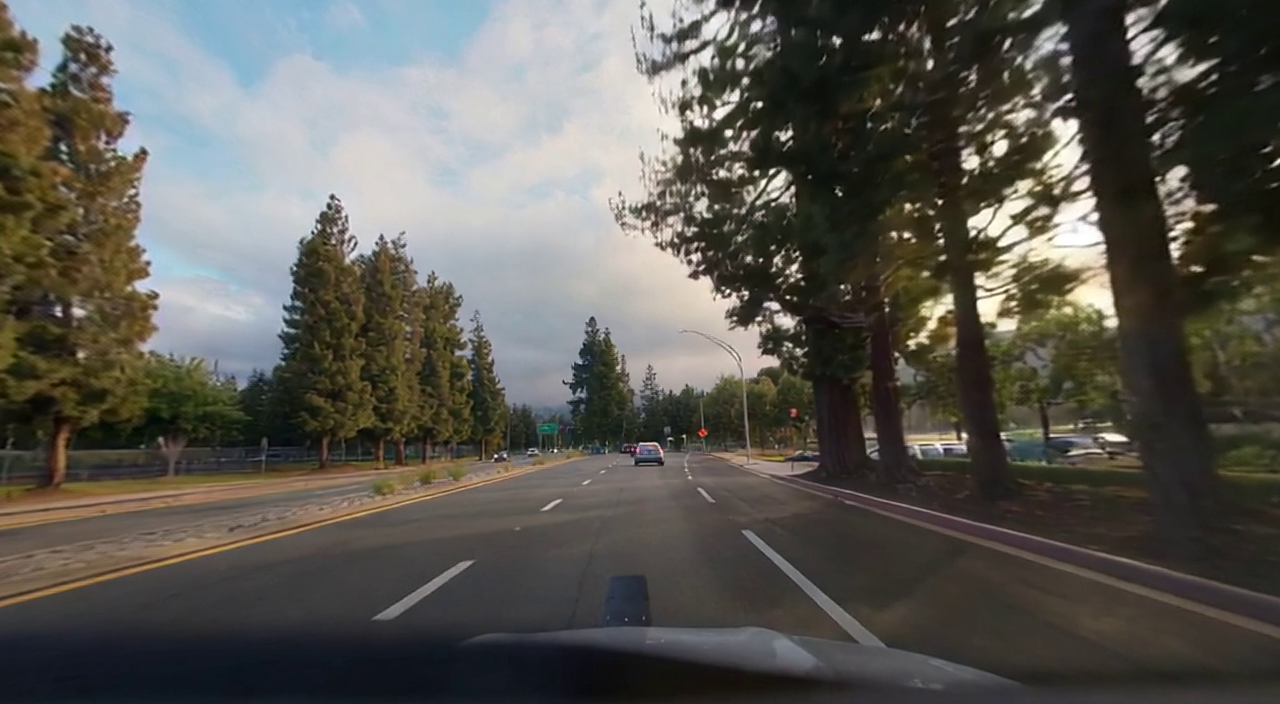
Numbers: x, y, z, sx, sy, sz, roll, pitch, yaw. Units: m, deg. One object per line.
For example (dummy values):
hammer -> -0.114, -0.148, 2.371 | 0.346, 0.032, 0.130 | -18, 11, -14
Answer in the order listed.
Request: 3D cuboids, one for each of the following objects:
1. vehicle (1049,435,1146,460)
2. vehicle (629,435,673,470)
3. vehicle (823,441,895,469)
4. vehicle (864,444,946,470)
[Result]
vehicle -> 28.718, 6.035, 39.651 | 4.576, 1.490, 1.896 | -1, -9, 2
vehicle -> 0.544, 5.216, 32.763 | 2.135, 1.691, 3.884 | 0, -9, 1
vehicle -> 15.741, 7.412, 45.501 | 4.413, 1.471, 1.823 | -5, -7, -1
vehicle -> 15.553, 6.158, 37.101 | 3.913, 1.384, 1.893 | -1, -8, 0
